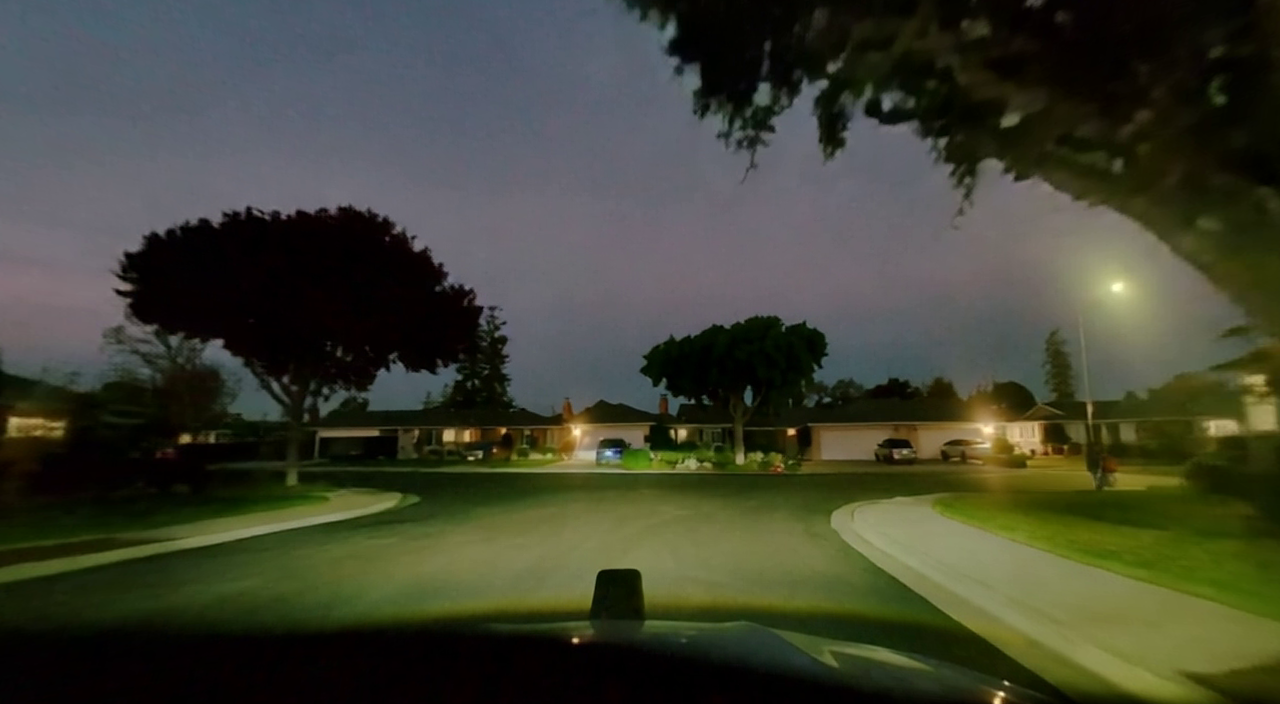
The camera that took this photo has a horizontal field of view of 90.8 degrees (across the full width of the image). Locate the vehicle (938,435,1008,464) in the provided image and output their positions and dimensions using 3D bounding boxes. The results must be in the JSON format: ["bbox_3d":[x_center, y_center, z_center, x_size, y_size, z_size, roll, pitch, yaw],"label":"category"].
[{"bbox_3d":[19.051,5.633,36.382,1.873,1.556,4.216,-1,-9,3],"label":"vehicle"}]

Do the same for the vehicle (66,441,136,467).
[{"bbox_3d":[-37.485,7.109,43.940,4.105,1.691,2.003,-4,-10,24],"label":"vehicle"}]

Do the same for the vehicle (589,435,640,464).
[{"bbox_3d":[-1.495,6.053,39.174,1.942,1.651,4.655,-2,-9,14],"label":"vehicle"}]

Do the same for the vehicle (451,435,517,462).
[{"bbox_3d":[-10.459,6.560,42.695,1.942,1.700,4.478,-4,-10,24],"label":"vehicle"}]

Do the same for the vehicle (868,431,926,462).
[{"bbox_3d":[15.245,5.663,37.776,1.937,1.731,4.179,-1,-9,4],"label":"vehicle"}]
